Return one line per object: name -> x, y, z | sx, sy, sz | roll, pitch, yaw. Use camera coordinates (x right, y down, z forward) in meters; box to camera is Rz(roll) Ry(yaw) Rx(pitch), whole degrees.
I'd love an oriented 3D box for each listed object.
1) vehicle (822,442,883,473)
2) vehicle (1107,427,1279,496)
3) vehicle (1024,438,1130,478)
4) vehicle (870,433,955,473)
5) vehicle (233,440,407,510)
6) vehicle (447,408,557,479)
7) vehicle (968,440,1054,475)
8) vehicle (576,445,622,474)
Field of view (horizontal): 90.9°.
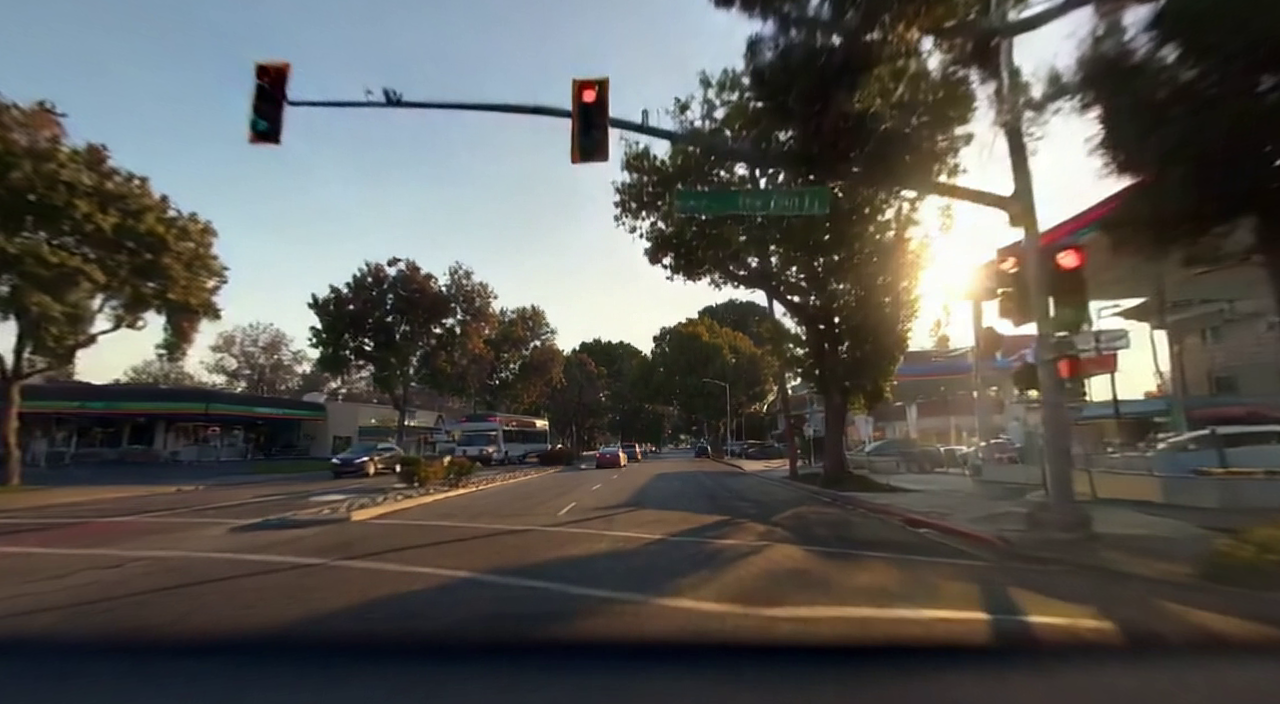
vehicle -> 10.948, 5.481, 32.870 | 1.888, 1.465, 4.727 | 0, -9, 5
vehicle -> 18.457, 3.509, 20.519 | 2.186, 1.928, 5.816 | 0, -9, 2
vehicle -> 22.207, 5.375, 32.269 | 1.922, 1.861, 4.340 | 1, -9, -6
vehicle -> 13.880, 5.199, 32.526 | 2.015, 1.839, 5.416 | 0, -9, 1
vehicle -> -8.016, 3.063, 16.410 | 2.099, 1.467, 4.596 | -2, -8, 1
vehicle -> -7.537, 5.339, 36.980 | 3.056, 3.289, 13.199 | -2, -8, 2
vehicle -> 19.067, 5.430, 32.675 | 1.845, 1.650, 4.651 | -1, -9, 3
vehicle -> -2.115, 5.709, 33.719 | 1.959, 1.406, 4.272 | 0, -9, 2
